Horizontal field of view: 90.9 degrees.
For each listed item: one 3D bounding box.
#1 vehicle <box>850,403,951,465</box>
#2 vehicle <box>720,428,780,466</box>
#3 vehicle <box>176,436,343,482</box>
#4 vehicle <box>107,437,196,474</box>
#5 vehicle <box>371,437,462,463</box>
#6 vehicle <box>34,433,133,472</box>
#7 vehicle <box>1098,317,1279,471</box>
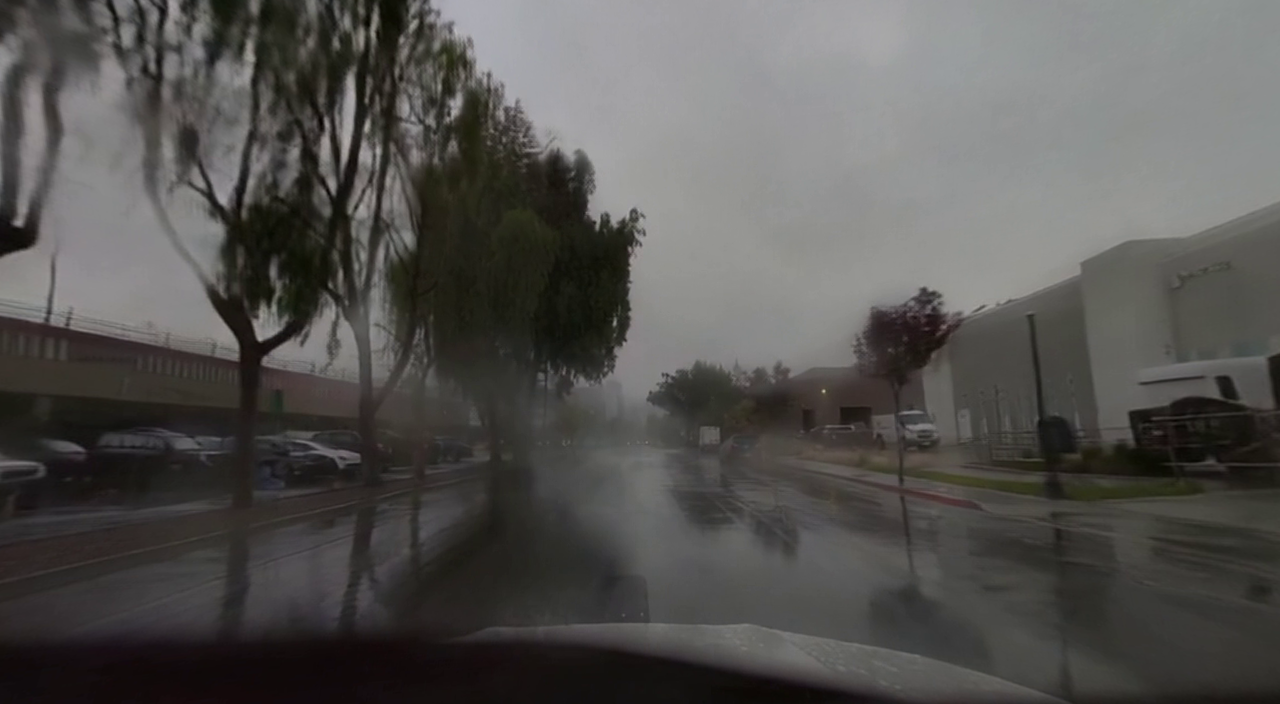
[{"bbox_3d":[13.239,4.290,32.646,2.935,2.889,5.499,0,-8,2],"label":"vehicle"},{"bbox_3d":[6.096,5.347,35.589,2.338,1.942,5.267,0,-8,-1],"label":"vehicle"},{"bbox_3d":[-14.508,4.097,24.365,4.954,1.614,2.227,0,-9,-4],"label":"vehicle"},{"bbox_3d":[-24.598,5.194,31.968,2.026,1.723,4.633,4,-8,-18],"label":"vehicle"},{"bbox_3d":[-13.660,6.048,38.810,4.765,1.517,2.182,0,-9,0],"label":"vehicle"},{"bbox_3d":[-27.333,4.926,31.201,2.026,1.723,4.322,3,-8,-18],"label":"vehicle"},{"bbox_3d":[13.730,0.923,12.947,3.046,2.906,7.271,0,-8,-1],"label":"vehicle"}]
